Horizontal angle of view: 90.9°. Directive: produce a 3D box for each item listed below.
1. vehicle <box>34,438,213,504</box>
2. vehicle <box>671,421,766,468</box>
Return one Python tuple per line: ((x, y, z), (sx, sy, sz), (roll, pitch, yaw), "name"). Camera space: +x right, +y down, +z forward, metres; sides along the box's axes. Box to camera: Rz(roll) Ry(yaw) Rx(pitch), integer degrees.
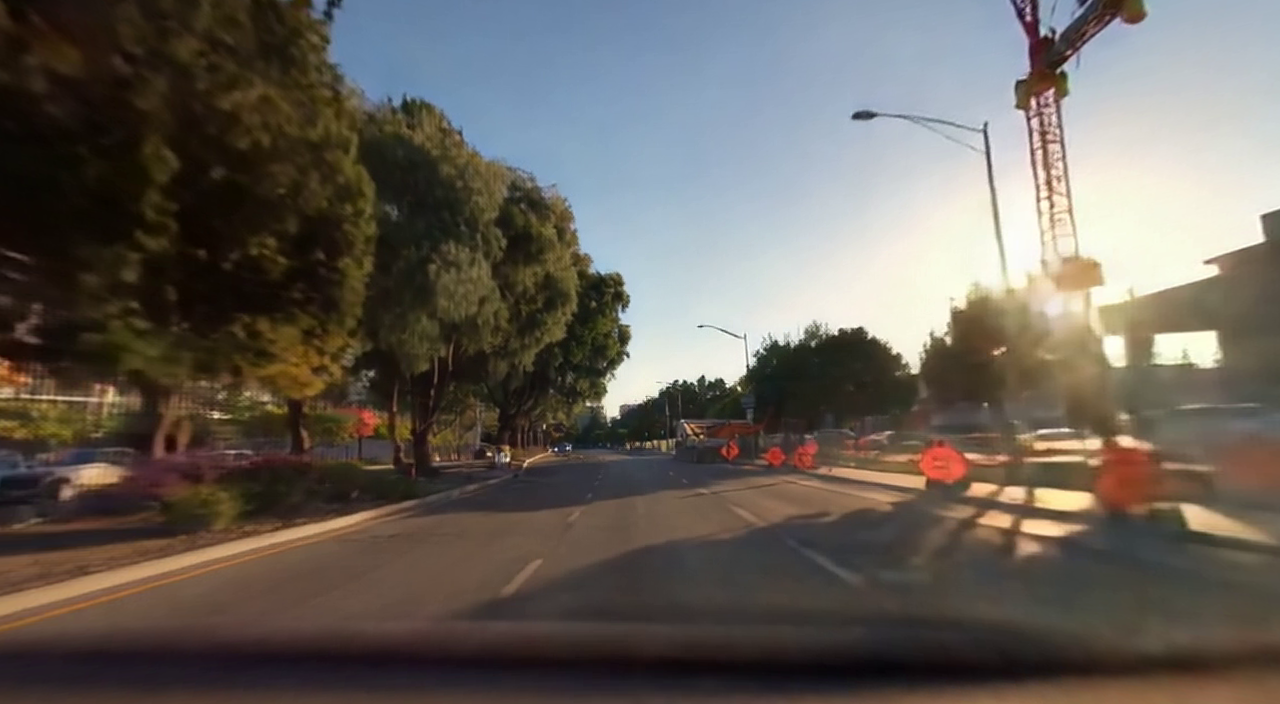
((-18.141, 4.148, 22.601), (2.286, 2.069, 5.077), (0, -8, -4), "vehicle")
((5.290, 6.533, 44.242), (3.060, 2.963, 7.552), (4, -10, -24), "vehicle")
